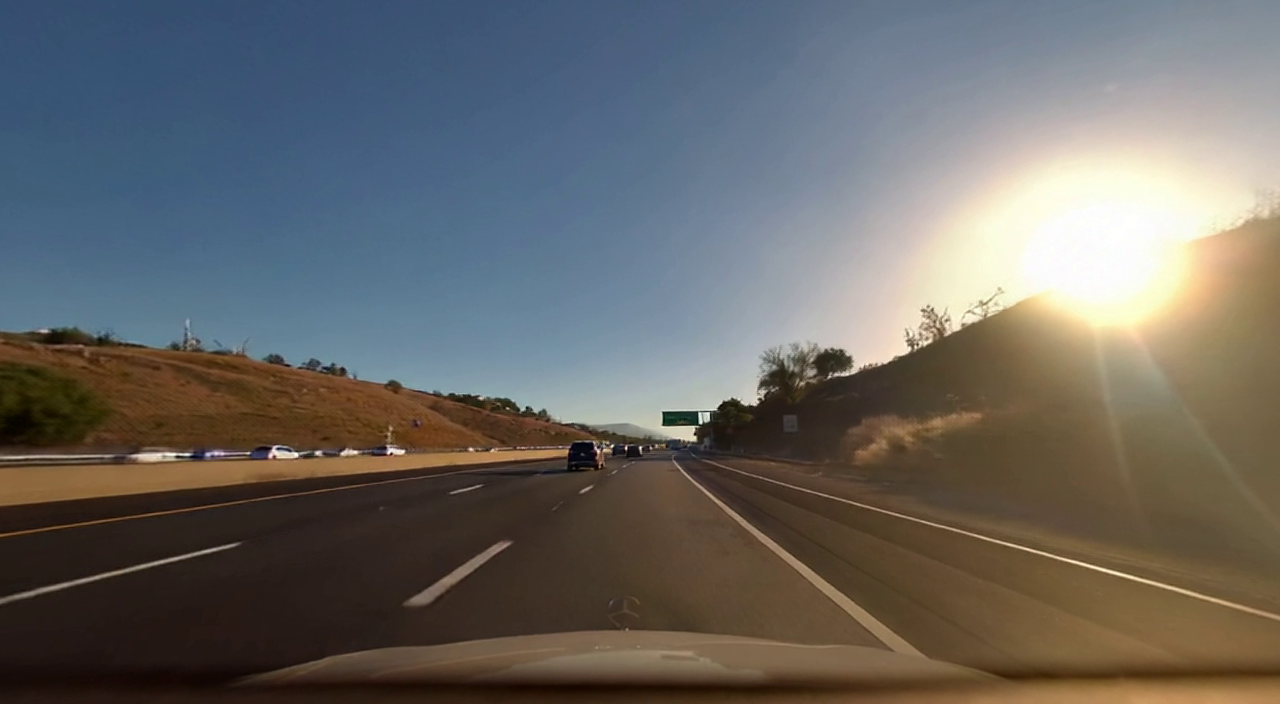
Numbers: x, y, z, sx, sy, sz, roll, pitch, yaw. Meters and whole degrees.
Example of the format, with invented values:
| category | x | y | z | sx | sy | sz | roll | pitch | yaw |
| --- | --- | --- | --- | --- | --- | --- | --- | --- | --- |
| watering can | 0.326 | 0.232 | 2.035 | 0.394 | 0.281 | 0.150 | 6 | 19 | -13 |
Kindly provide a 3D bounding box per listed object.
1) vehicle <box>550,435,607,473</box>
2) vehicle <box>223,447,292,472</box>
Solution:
| category | x | y | z | sx | sy | sz | roll | pitch | yaw |
| --- | --- | --- | --- | --- | --- | --- | --- | --- | --- |
| vehicle | -3.189 | 5.459 | 33.868 | 2.413 | 1.896 | 5.218 | 0 | -8 | 1 |
| vehicle | -27.527 | 7.715 | 45.361 | 2.016 | 1.671 | 4.537 | 0 | -8 | 2 |
